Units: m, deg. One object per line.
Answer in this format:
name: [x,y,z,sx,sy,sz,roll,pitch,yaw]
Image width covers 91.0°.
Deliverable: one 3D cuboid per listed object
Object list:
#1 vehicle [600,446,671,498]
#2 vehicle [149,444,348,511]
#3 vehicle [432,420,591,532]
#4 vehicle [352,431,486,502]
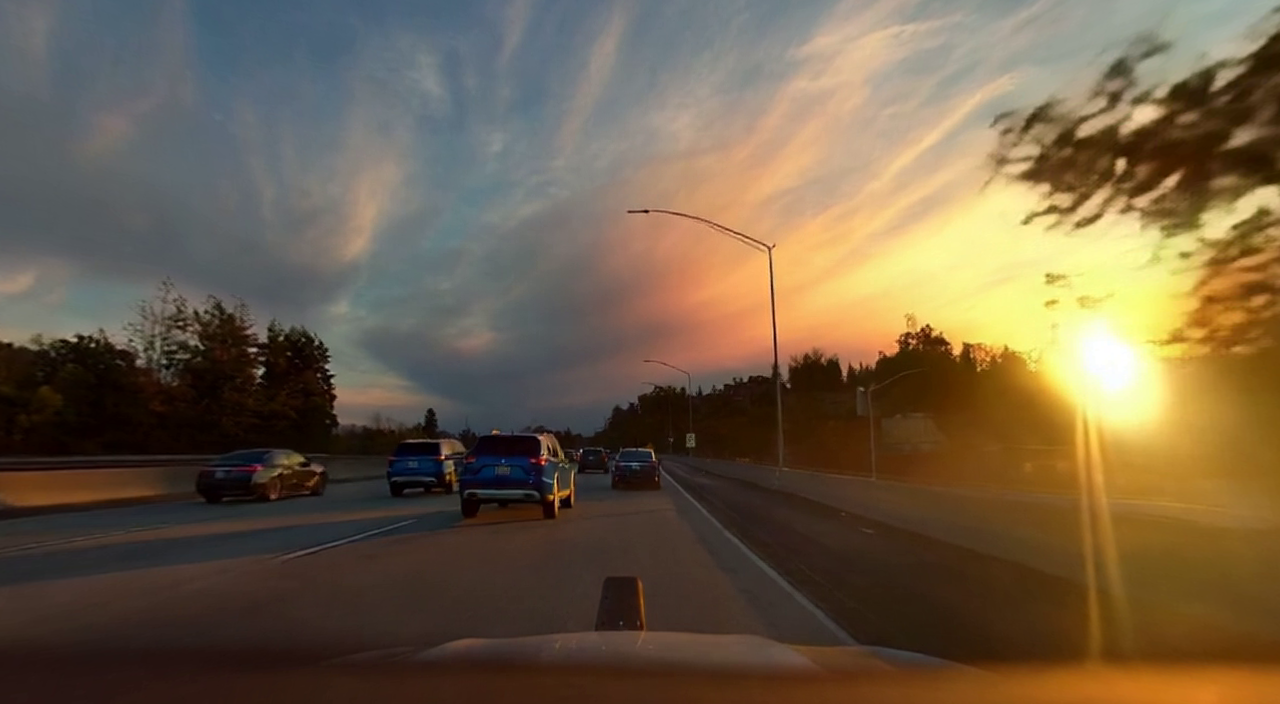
vehicle: [-0.112,3.797,20.370,2.068,1.488,4.045,0,-9,1]
vehicle: [-9.872,3.172,16.457,2.126,1.480,4.589,0,-9,2]
vehicle: [-2.264,2.347,12.413,2.123,1.798,4.108,0,-9,2]
vehicle: [-6.350,3.352,18.813,2.162,1.823,4.566,0,-9,2]
